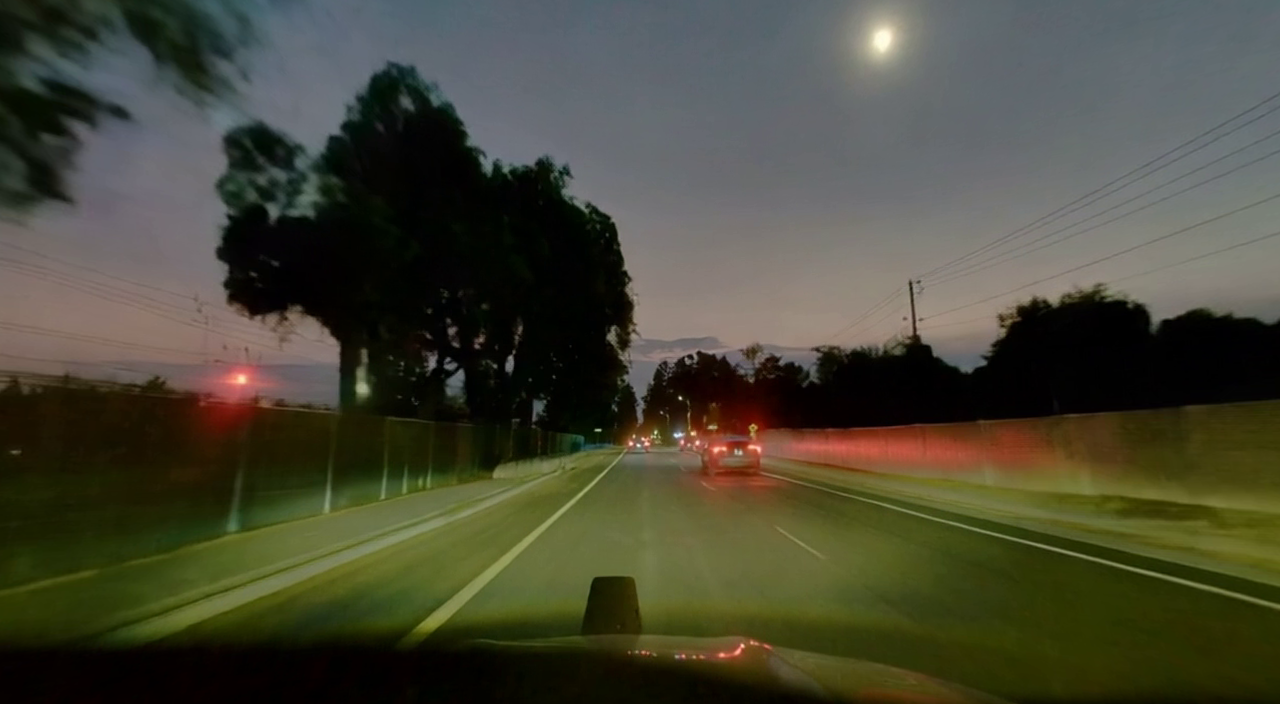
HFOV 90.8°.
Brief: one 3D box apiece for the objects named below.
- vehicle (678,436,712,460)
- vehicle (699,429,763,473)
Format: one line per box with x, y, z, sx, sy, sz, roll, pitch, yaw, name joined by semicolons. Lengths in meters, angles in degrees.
3.872;6.844;45.115;2.012;1.653;4.115;0;-8;0;vehicle
4.000;4.456;28.596;2.112;1.825;4.574;0;-8;-1;vehicle
